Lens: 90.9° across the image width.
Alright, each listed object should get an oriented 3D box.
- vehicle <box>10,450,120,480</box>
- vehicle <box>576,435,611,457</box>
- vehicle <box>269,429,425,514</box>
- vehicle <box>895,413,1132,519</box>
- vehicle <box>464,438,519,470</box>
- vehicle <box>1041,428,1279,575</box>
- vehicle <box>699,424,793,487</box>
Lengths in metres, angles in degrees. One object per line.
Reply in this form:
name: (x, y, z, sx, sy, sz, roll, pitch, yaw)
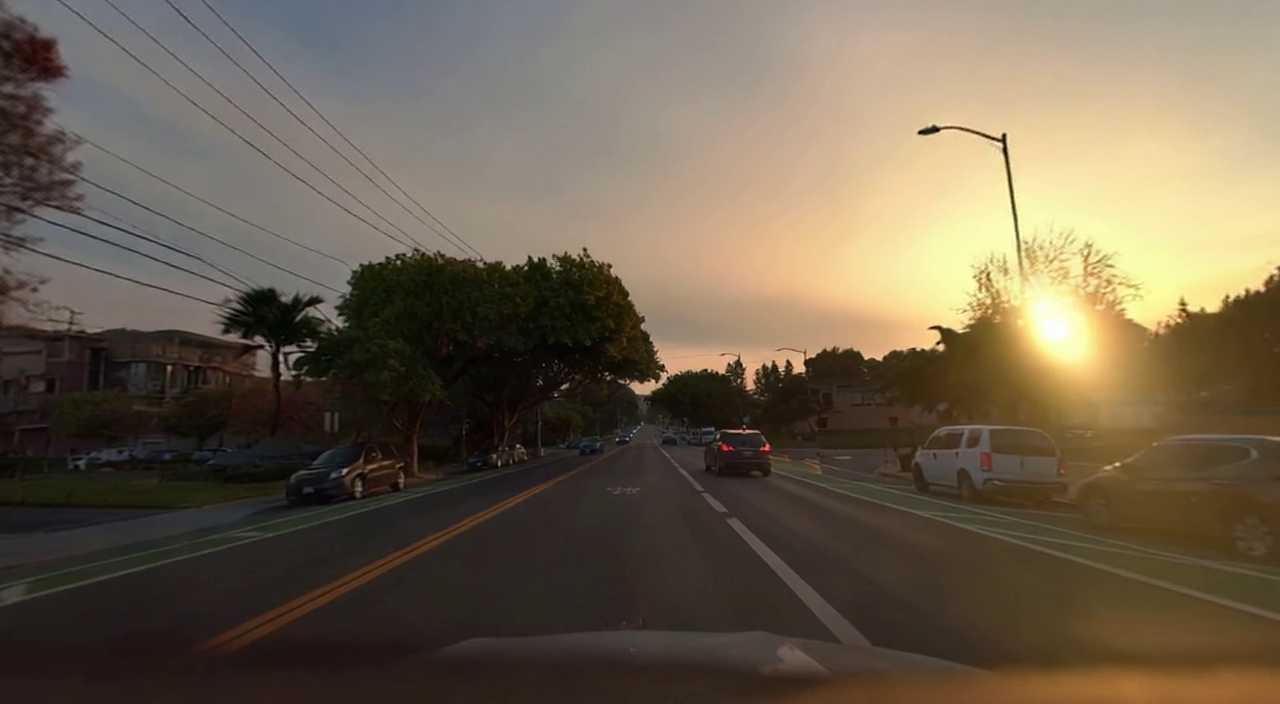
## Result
vehicle: (-32.005, 6.283, 35.321, 1.746, 1.479, 4.603, -1, -8, 2)
vehicle: (-3.485, 7.099, 47.725, 2.054, 1.506, 4.325, -1, -8, 4)
vehicle: (-8.940, 3.595, 19.939, 2.419, 2.087, 5.334, -3, -6, 0)
vehicle: (7.939, 2.473, 14.311, 2.133, 1.911, 5.455, -1, -8, 2)
vehicle: (-8.906, 6.149, 38.213, 2.228, 1.825, 4.522, 0, -8, -1)
vehicle: (7.550, 1.799, 8.070, 1.862, 1.492, 4.571, 2, -8, 0)
vehicle: (3.103, 3.151, 19.531, 2.004, 1.704, 4.573, 0, -8, -1)
